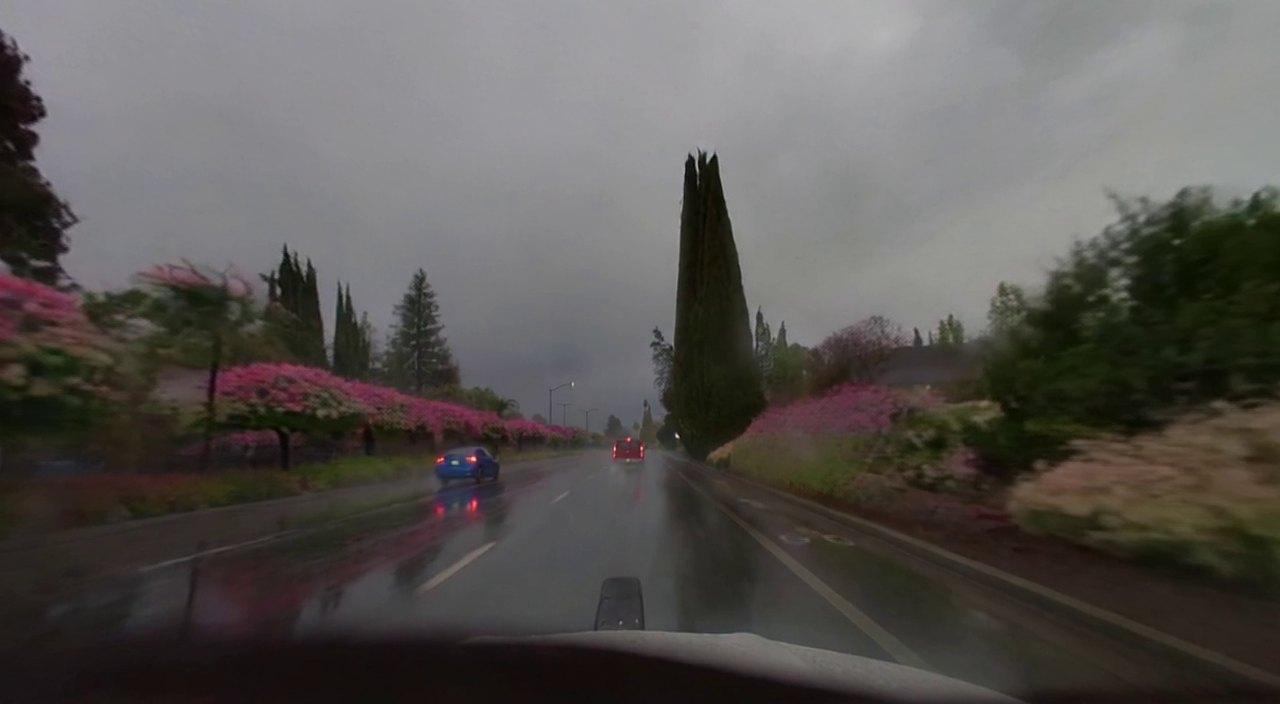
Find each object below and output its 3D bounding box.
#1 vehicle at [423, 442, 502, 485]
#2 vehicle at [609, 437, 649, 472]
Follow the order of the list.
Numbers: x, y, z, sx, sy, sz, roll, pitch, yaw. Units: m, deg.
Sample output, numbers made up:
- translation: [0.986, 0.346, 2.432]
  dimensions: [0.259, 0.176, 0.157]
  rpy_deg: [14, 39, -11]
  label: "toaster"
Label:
- translation: [-7.418, 4.699, 26.925]
  dimensions: [1.993, 1.657, 4.487]
  rpy_deg: [0, -9, 1]
  label: "vehicle"
- translation: [-0.571, 5.607, 34.827]
  dimensions: [2.070, 1.764, 4.552]
  rpy_deg: [0, -9, 0]
  label: "vehicle"
